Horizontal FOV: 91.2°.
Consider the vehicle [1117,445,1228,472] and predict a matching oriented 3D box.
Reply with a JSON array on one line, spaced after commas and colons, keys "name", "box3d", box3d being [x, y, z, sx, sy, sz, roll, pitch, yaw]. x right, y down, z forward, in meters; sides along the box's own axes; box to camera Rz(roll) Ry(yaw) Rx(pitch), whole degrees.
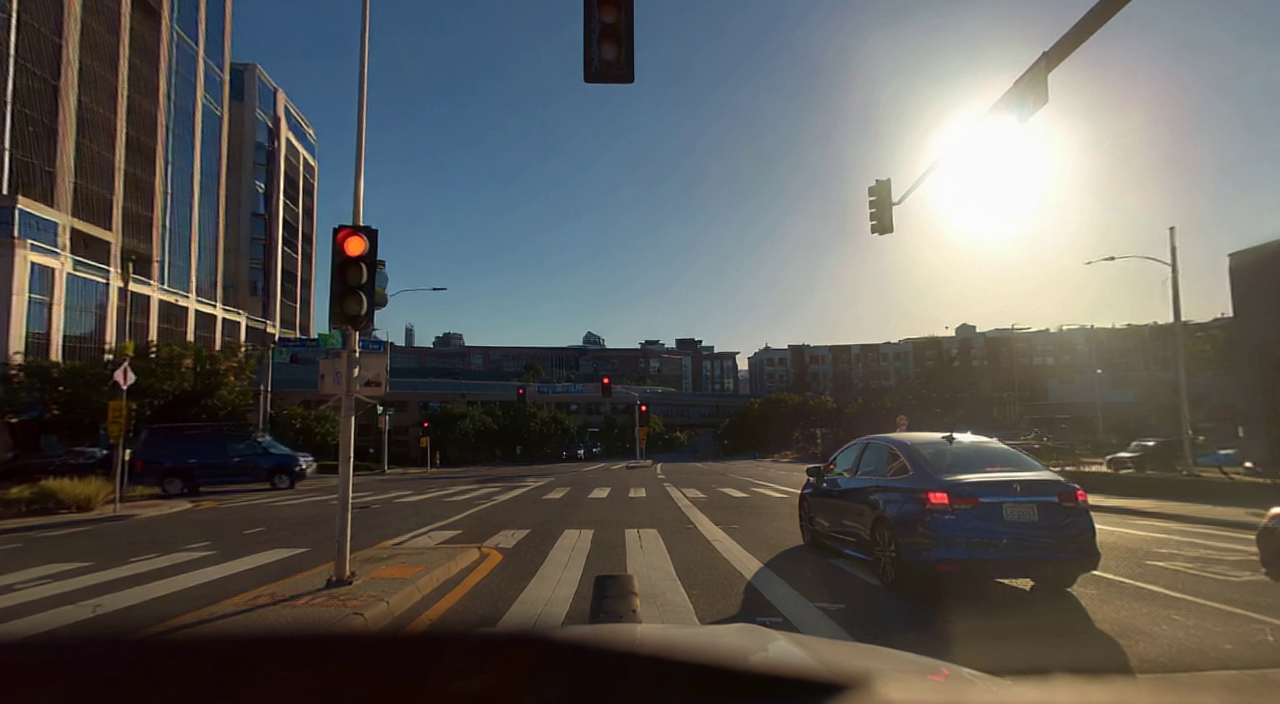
[{"name": "vehicle", "box3d": [31.374, 6.274, 37.015, 4.736, 1.542, 1.966, 0, -9, 0]}]

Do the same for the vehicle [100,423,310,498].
[{"name": "vehicle", "box3d": [-19.194, 4.811, 28.141, 7.088, 3.096, 2.678, 1, -9, -8]}]
